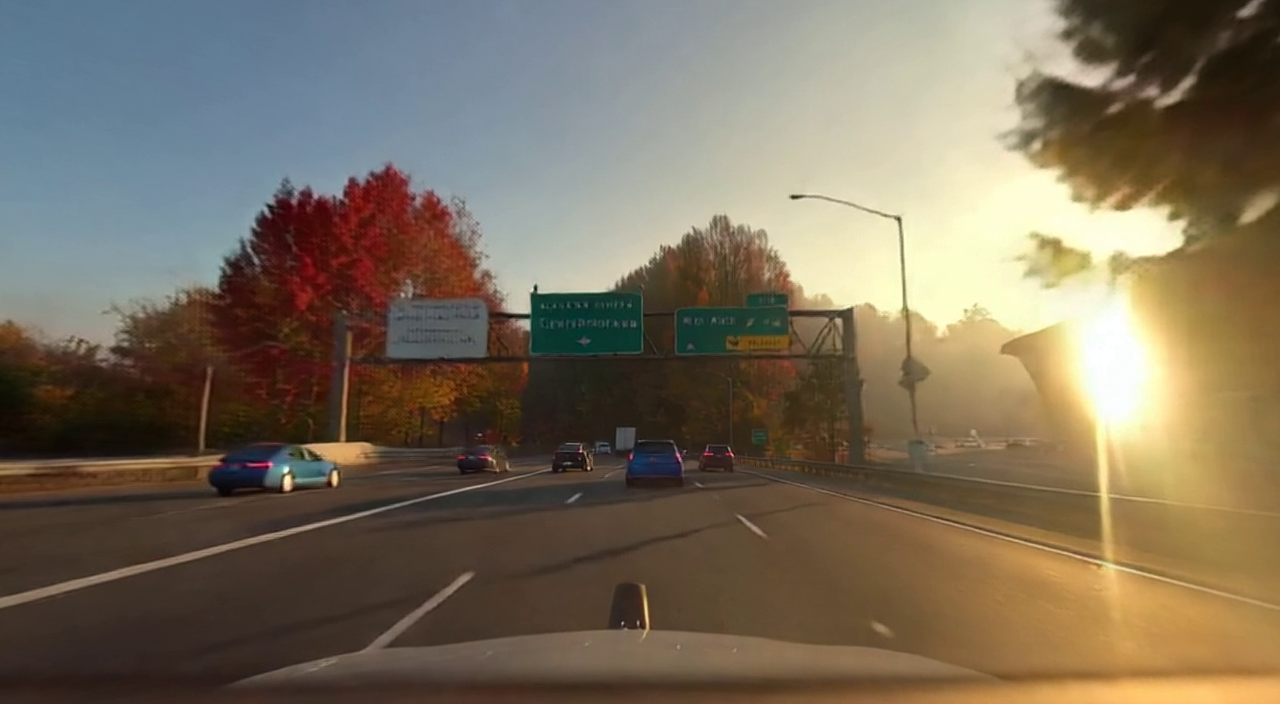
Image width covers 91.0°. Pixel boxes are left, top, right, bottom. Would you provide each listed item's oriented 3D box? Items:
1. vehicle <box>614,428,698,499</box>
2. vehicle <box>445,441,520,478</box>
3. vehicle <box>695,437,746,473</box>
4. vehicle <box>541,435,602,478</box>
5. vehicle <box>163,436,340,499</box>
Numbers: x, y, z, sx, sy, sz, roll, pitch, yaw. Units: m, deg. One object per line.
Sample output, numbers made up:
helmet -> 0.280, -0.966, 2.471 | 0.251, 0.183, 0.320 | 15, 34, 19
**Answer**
vehicle -> 0.500, 3.166, 18.235 | 2.101, 1.742, 4.495 | 0, -9, 2
vehicle -> -6.966, 4.804, 28.442 | 2.057, 1.496, 4.661 | 0, -9, 2
vehicle -> 4.212, 5.488, 33.664 | 2.193, 1.778, 4.488 | 0, -9, 1
vehicle -> -2.986, 4.648, 28.323 | 2.111, 1.742, 4.315 | 0, -9, 2
vehicle -> -10.769, 3.215, 17.983 | 2.006, 1.509, 4.634 | 0, -9, 1
